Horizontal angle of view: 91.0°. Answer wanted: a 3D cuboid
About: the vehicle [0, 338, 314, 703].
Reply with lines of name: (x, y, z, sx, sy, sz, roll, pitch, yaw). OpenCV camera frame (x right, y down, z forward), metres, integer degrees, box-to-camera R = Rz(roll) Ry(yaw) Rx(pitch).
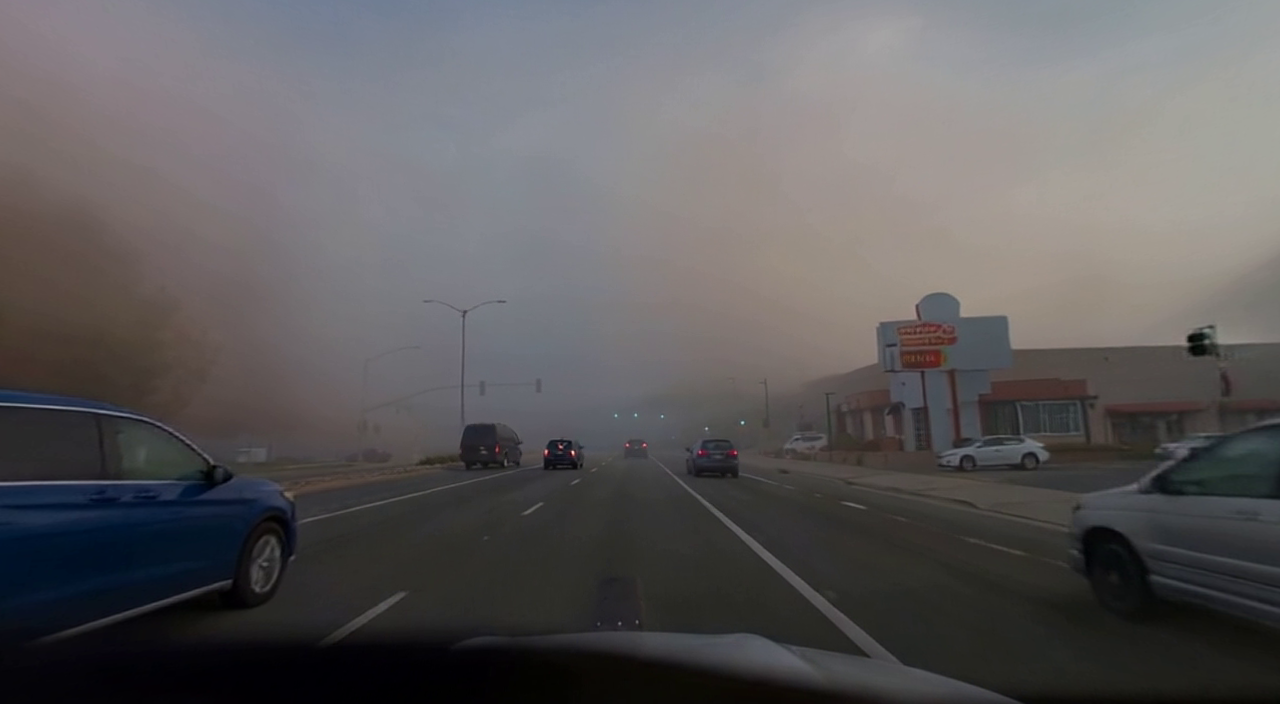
vehicle: (-3.927, 0.903, 3.408, 2.038, 1.748, 4.303, 0, -9, -1)

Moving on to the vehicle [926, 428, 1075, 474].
vehicle: (14.426, 3.993, 25.407, 4.626, 1.562, 2.159, -2, -8, -3)

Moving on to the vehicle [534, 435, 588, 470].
vehicle: (-4.031, 5.265, 33.059, 2.133, 1.677, 4.727, 0, -9, 1)

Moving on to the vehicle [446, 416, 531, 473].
vehicle: (-7.609, 4.799, 32.624, 2.863, 2.592, 6.410, 0, -9, -1)

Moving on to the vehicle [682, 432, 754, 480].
vehicle: (3.074, 4.250, 25.941, 2.167, 1.792, 4.835, 1, -9, -2)

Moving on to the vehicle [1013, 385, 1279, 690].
vehicle: (4.573, 1.067, 3.730, 2.080, 1.661, 4.324, 0, -9, 1)
